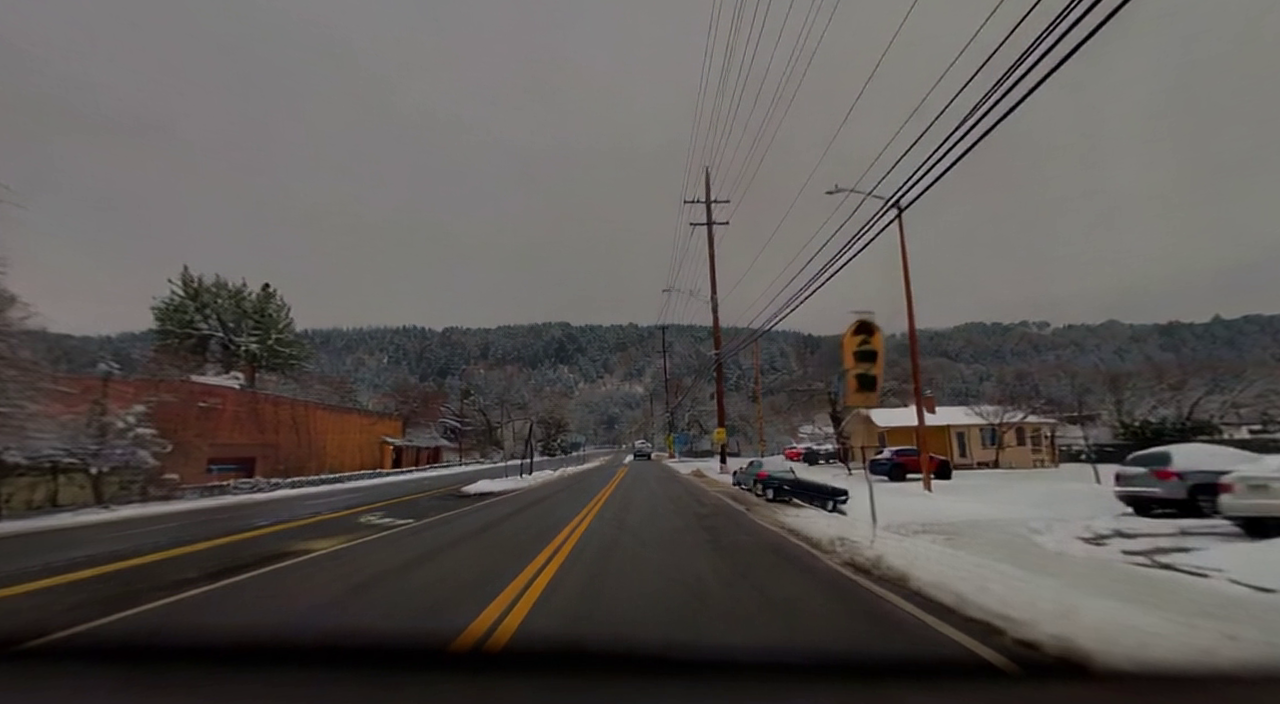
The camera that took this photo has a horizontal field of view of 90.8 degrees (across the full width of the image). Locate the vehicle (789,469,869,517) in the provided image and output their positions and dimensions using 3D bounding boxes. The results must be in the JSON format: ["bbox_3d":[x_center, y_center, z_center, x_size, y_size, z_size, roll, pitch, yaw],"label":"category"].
[{"bbox_3d":[6.829,5.096,23.254,1.781,1.432,4.169,0,-9,2],"label":"vehicle"}]

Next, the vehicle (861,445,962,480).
[{"bbox_3d":[15.450,6.293,36.125,4.798,1.934,1.908,0,-9,0],"label":"vehicle"}]

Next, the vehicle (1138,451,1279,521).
[{"bbox_3d":[15.536,3.338,15.981,4.145,1.599,1.982,0,-9,0],"label":"vehicle"}]
